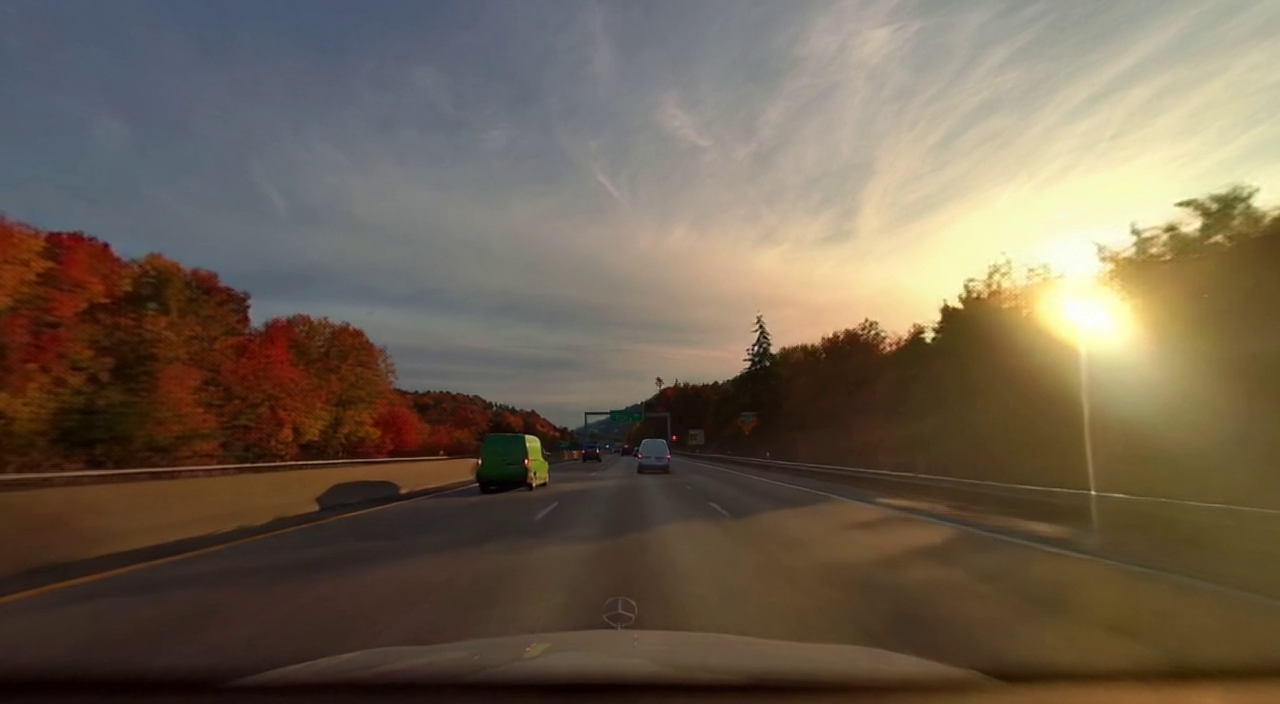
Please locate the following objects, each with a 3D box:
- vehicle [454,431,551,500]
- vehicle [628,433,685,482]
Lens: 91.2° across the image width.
[{"bbox_3d":[-3.904,3.303,18.560,2.021,1.790,3.907,0,-9,-1],"label":"vehicle"},{"bbox_3d":[0.609,4.555,27.248,2.179,1.930,4.538,0,-9,-2],"label":"vehicle"}]
